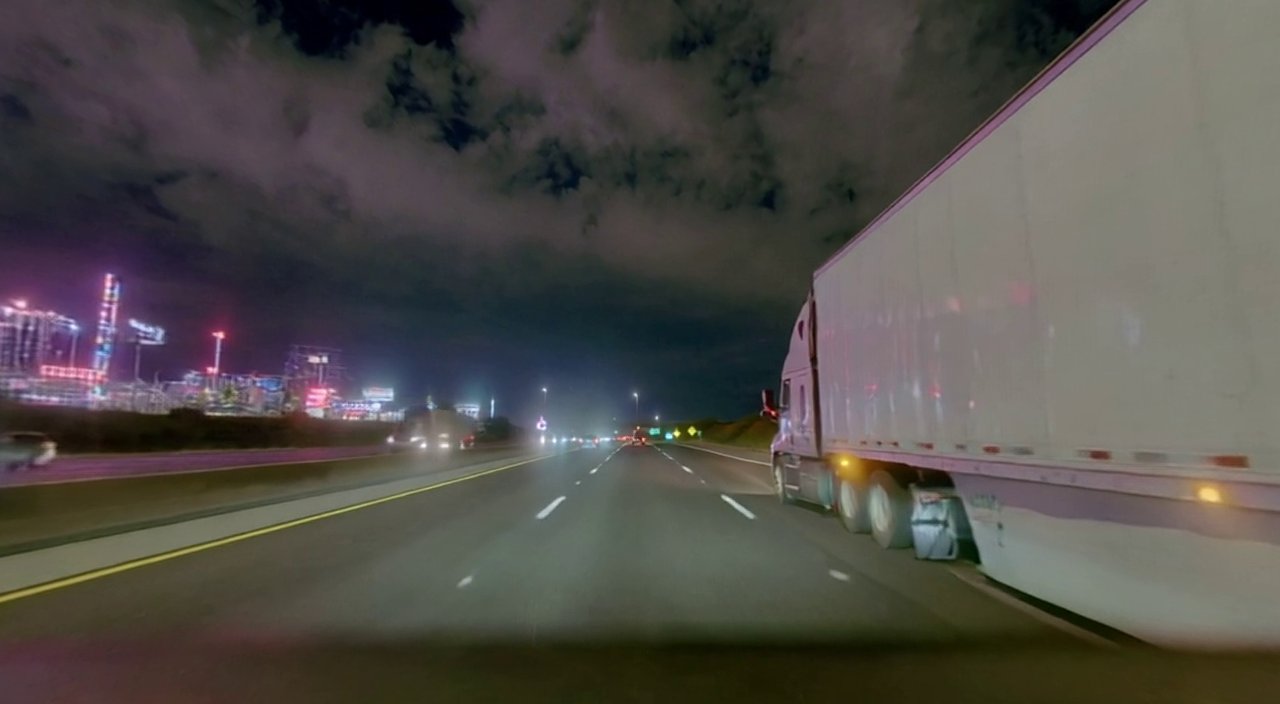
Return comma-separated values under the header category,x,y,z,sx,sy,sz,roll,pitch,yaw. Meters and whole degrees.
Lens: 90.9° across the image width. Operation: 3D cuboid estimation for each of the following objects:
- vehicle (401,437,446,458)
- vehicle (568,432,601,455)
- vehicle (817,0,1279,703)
category,x,y,z,sx,sy,sz,roll,pitch,yaw
vehicle,-15.736,6.944,46.088,1.861,1.460,3.997,0,-8,0
vehicle,-3.739,6.196,42.820,1.930,1.484,3.849,0,-8,-1
vehicle,3.796,-0.247,2.133,2.871,3.815,11.331,0,-8,-1
